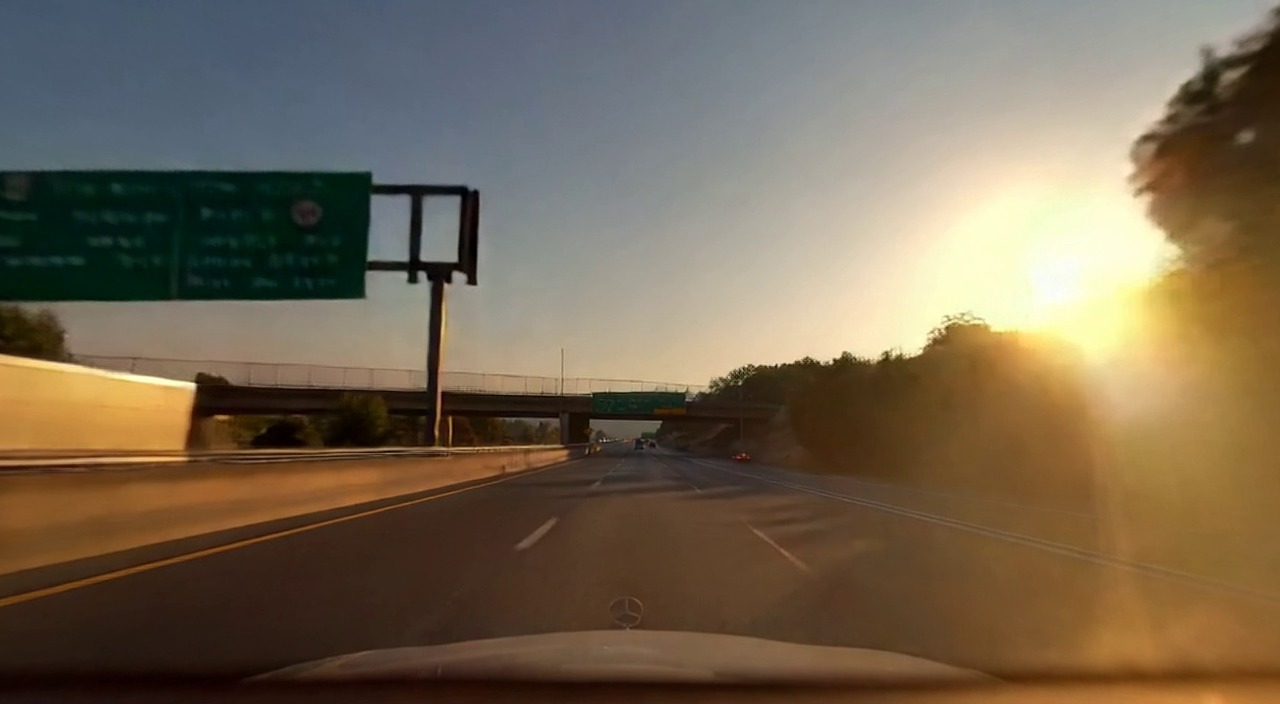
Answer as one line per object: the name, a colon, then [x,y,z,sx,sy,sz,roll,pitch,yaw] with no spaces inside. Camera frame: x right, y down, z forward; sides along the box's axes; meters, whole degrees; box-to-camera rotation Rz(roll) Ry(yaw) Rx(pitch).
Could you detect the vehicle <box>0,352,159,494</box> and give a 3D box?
vehicle: [-19.325,1.680,15.612,3.084,3.900,14.884,0,-9,0]
